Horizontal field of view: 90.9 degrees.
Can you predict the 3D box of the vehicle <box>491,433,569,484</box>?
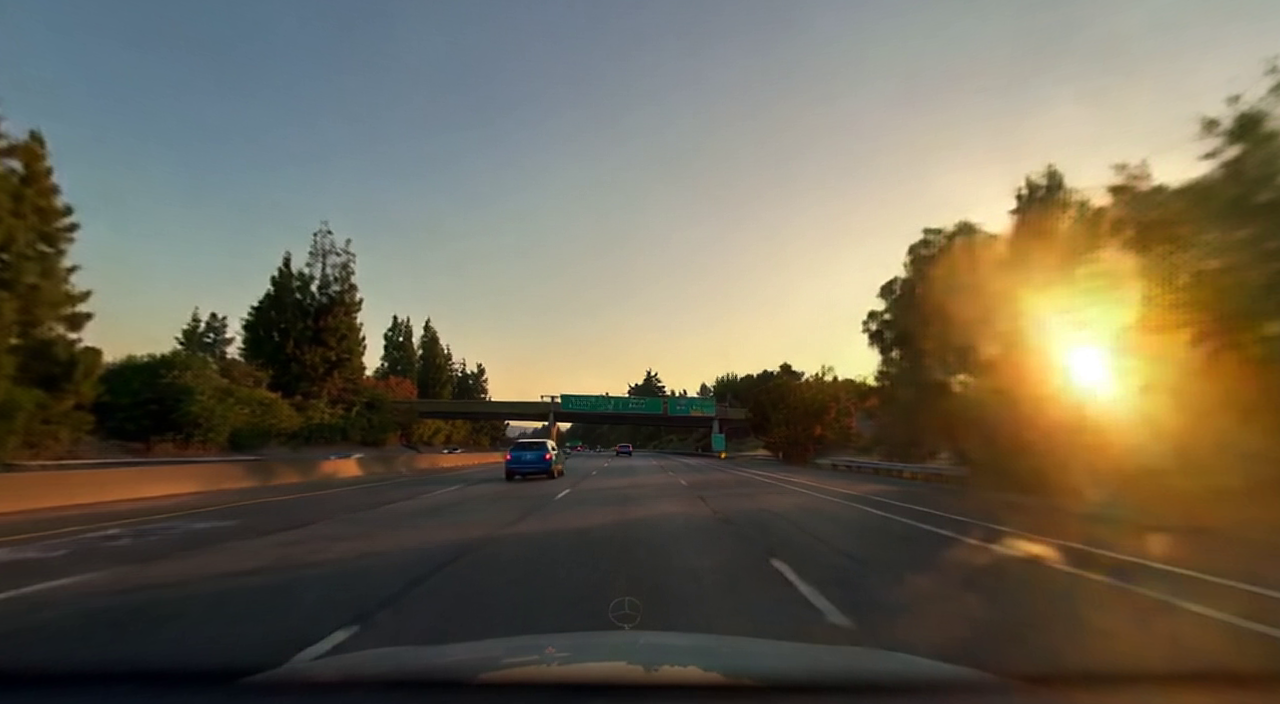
[{"bbox_3d":[-4.029,3.974,23.888,2.162,1.724,4.537,0,-8,0],"label":"vehicle"}]
